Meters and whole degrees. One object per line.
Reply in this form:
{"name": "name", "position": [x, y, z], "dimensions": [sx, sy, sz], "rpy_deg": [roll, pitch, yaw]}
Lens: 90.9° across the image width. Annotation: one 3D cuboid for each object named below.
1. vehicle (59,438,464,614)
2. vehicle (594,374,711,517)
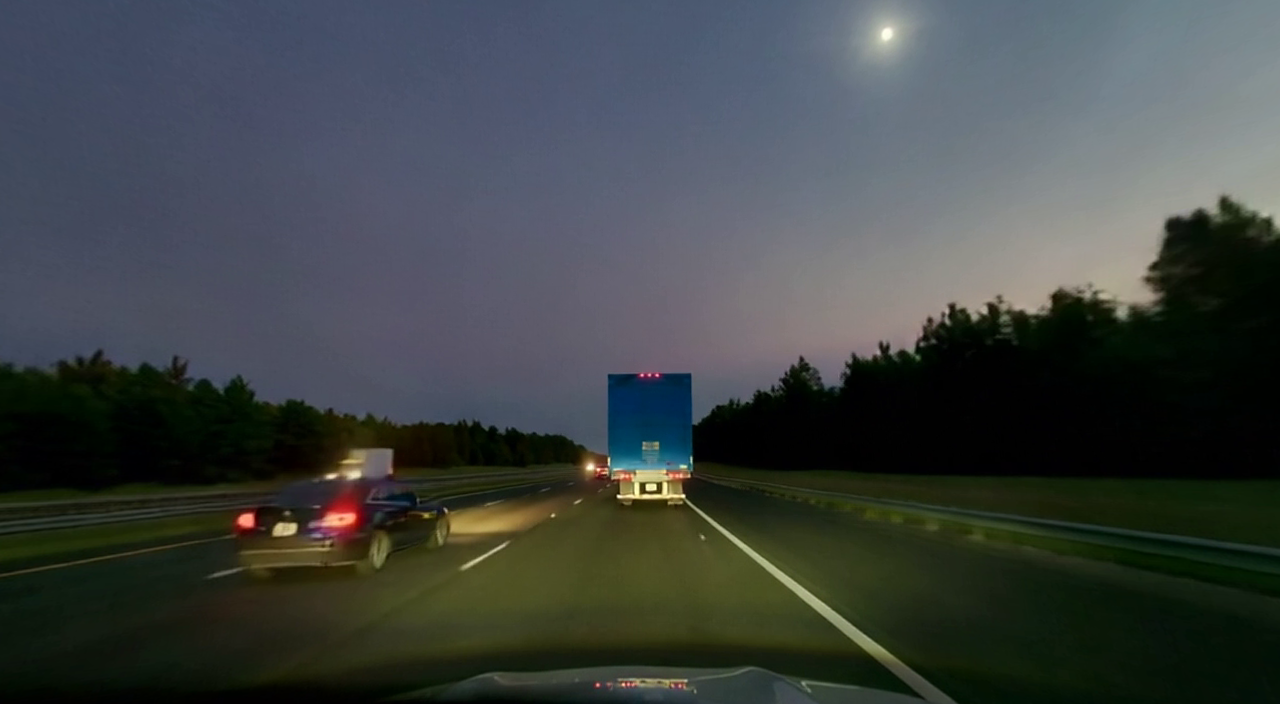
{"name": "vehicle", "position": [-4.014, 1.969, 8.011], "dimensions": [2.079, 1.506, 4.821], "rpy_deg": [0, -10, 1]}
{"name": "vehicle", "position": [0.320, 3.262, 21.123], "dimensions": [3.008, 3.678, 9.512], "rpy_deg": [1, -10, 0]}
